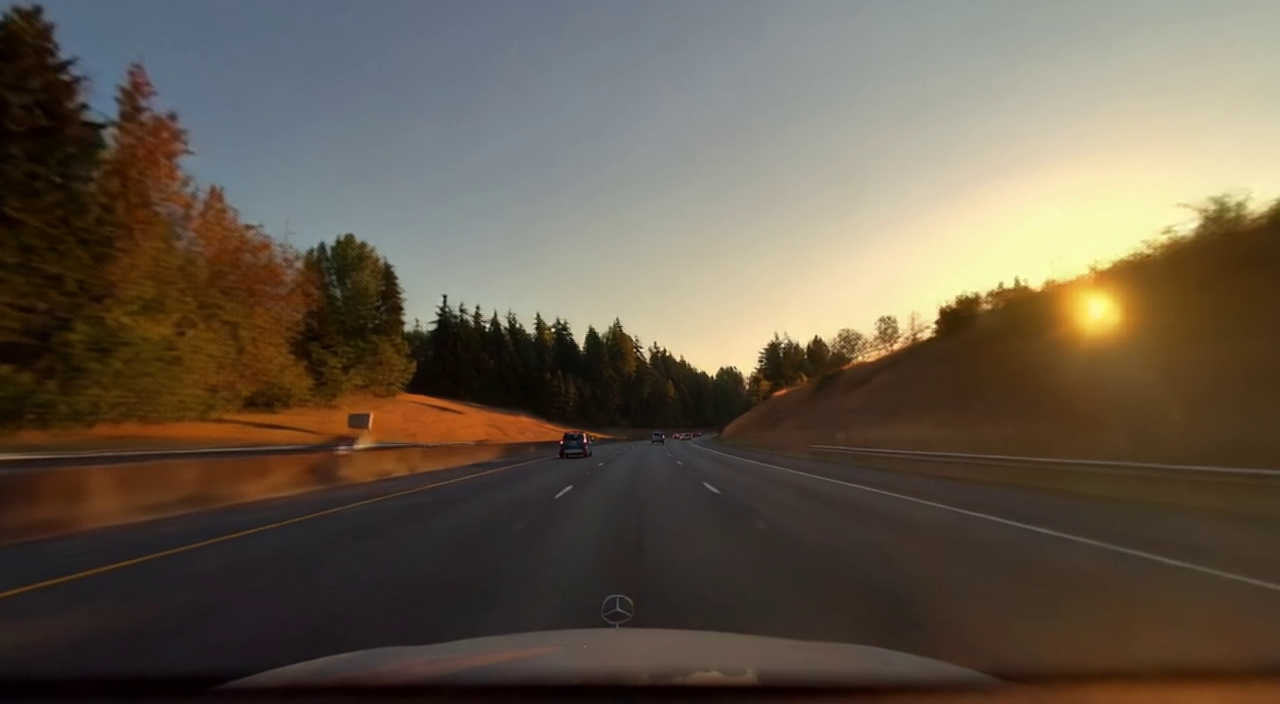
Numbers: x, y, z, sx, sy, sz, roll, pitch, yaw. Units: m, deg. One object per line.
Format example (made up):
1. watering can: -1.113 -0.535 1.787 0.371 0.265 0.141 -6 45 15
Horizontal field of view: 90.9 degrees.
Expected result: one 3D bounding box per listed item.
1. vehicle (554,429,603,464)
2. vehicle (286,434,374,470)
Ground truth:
1. vehicle: -3.126 4.879 32.664 2.084 1.654 4.080 0 -8 1
2. vehicle: -15.827 5.109 32.532 2.294 1.722 4.600 0 -8 -1
